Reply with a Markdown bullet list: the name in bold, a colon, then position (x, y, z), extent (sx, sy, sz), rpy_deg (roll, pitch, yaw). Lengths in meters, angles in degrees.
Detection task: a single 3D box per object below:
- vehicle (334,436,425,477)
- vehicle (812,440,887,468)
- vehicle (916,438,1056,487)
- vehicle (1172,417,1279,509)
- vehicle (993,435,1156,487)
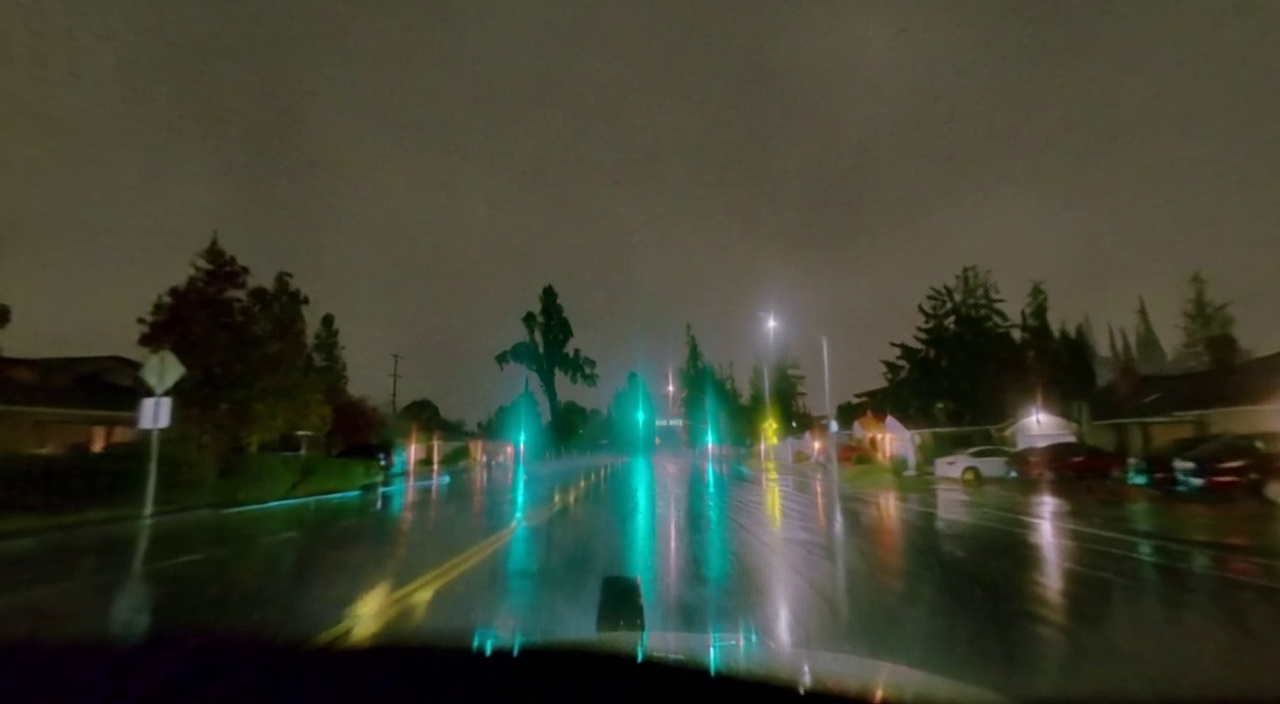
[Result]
- **vehicle**: position (-15.577, 6.270, 38.301), extent (2.653, 2.232, 6.273), rpy_deg (0, -8, 2)
- **vehicle**: position (15.326, 7.451, 46.375), extent (4.739, 1.667, 1.998), rpy_deg (-4, -7, 0)
- **vehicle**: position (14.005, 4.466, 25.776), extent (4.466, 1.578, 1.968), rpy_deg (-4, -7, -1)
- **vehicle**: position (14.965, 2.376, 13.755), extent (4.854, 1.803, 2.179), rpy_deg (0, -9, -4)
- **vehicle**: position (15.202, 3.808, 22.311), extent (4.234, 1.491, 1.940), rpy_deg (-4, -7, 0)
